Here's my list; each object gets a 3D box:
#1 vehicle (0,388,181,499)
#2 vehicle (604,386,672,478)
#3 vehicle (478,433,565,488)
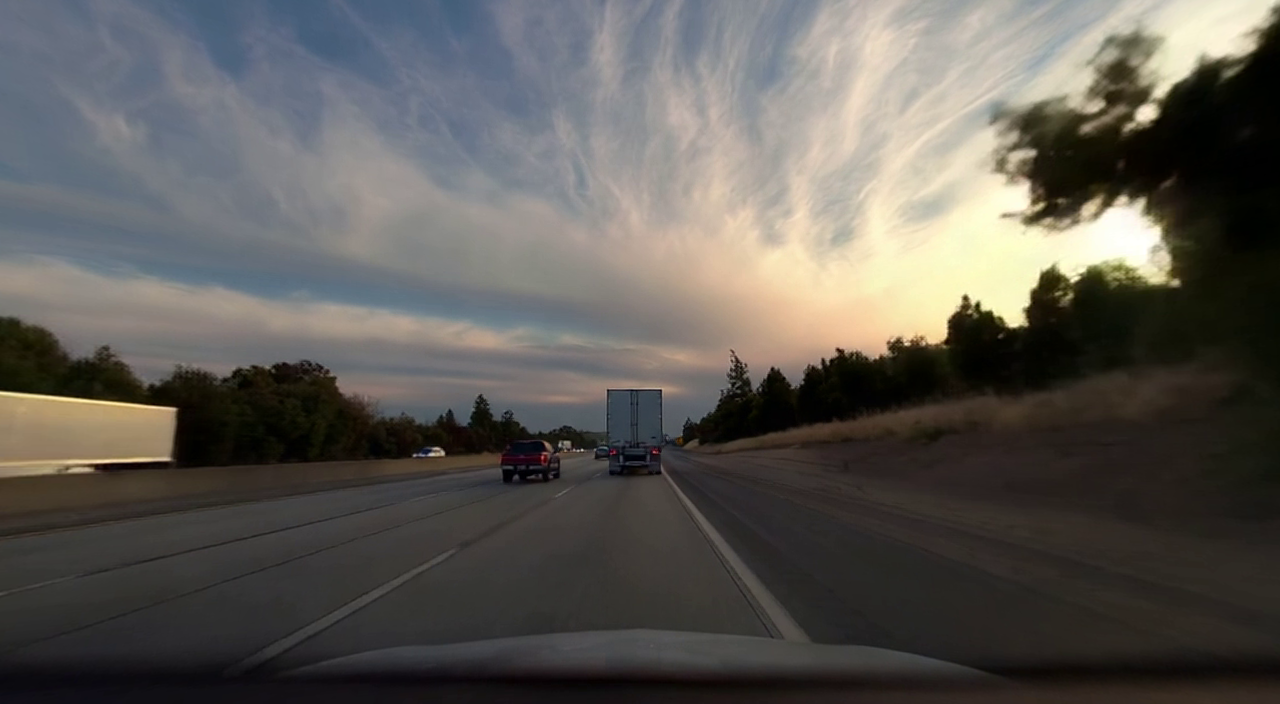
[{"bbox_3d":[-26.039,3.661,25.144,2.926,4.189,16.364,0,-9,1],"label":"vehicle"},{"bbox_3d":[-0.094,4.472,34.396,3.052,4.132,11.336,0,-9,0],"label":"vehicle"},{"bbox_3d":[-4.304,4.066,23.835,2.285,1.833,4.984,0,-9,1],"label":"vehicle"}]
